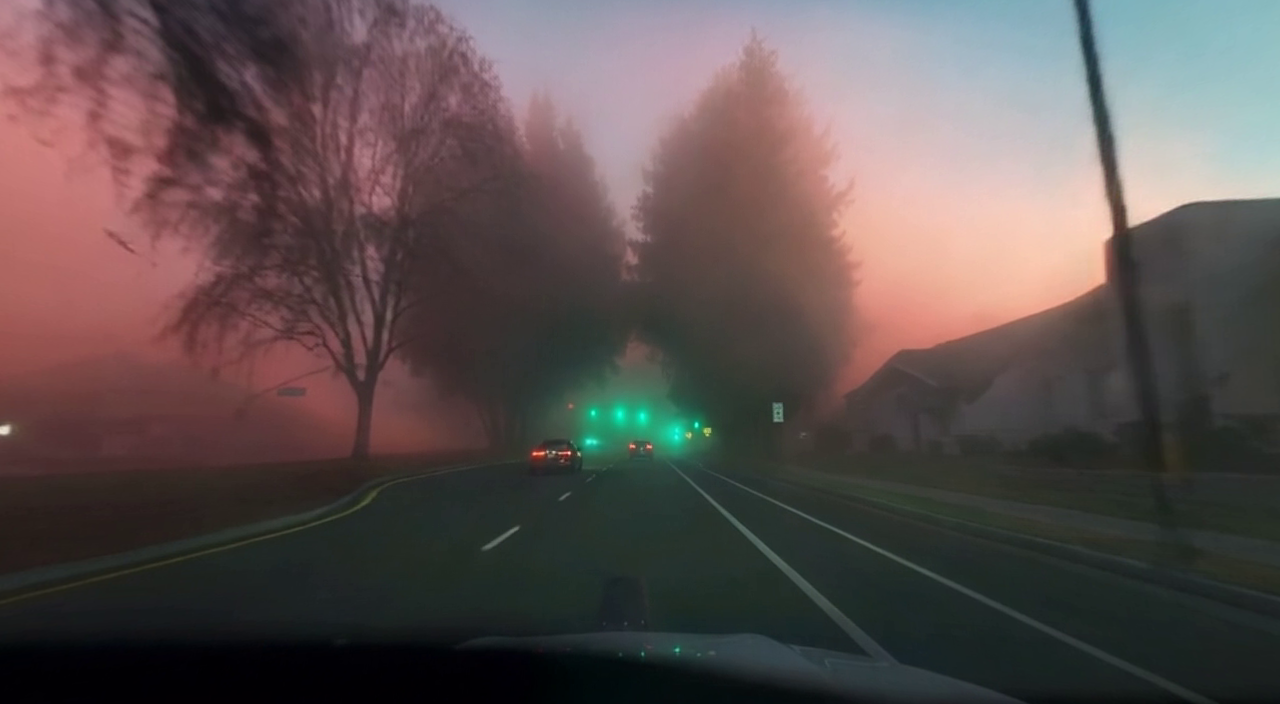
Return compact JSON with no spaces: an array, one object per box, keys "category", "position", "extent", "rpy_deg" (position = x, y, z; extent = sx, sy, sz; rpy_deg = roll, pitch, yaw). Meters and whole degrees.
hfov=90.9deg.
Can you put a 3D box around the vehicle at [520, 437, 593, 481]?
[{"category":"vehicle","position":[-3.010,3.971,23.646],"extent":[2.015,1.470,4.458],"rpy_deg":[0,-8,2]}]

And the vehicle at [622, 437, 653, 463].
[{"category":"vehicle","position":[-0.137,6.977,45.115],"extent":[2.153,1.764,4.047],"rpy_deg":[0,-8,1]}]
